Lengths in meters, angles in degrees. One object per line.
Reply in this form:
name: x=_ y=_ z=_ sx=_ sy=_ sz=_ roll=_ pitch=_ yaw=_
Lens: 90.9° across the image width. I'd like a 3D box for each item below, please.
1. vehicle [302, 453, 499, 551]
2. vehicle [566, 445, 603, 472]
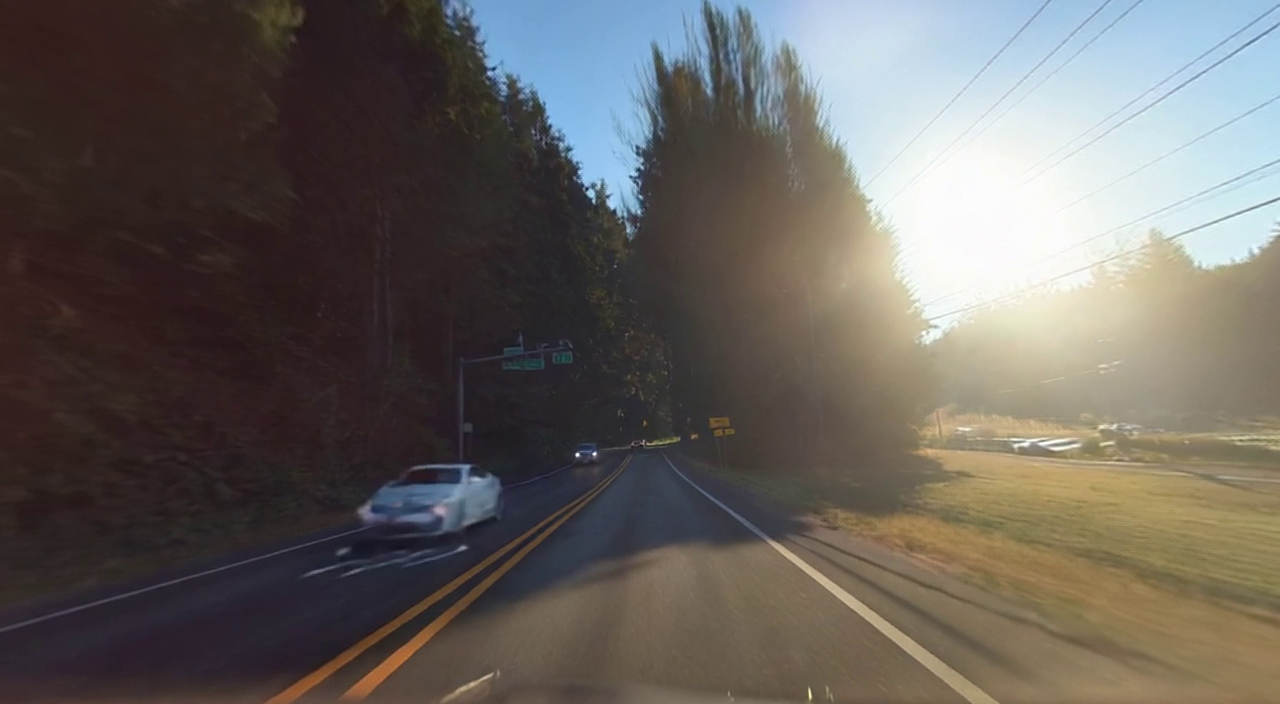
vehicle: x=-4.097 y=2.605 z=11.611 sx=2.002 sy=1.420 sz=3.948 roll=-1 pitch=-9 yaw=1
vehicle: x=-3.593 y=6.998 z=41.591 sx=2.074 sy=1.679 sz=4.293 roll=-1 pitch=-9 yaw=0
